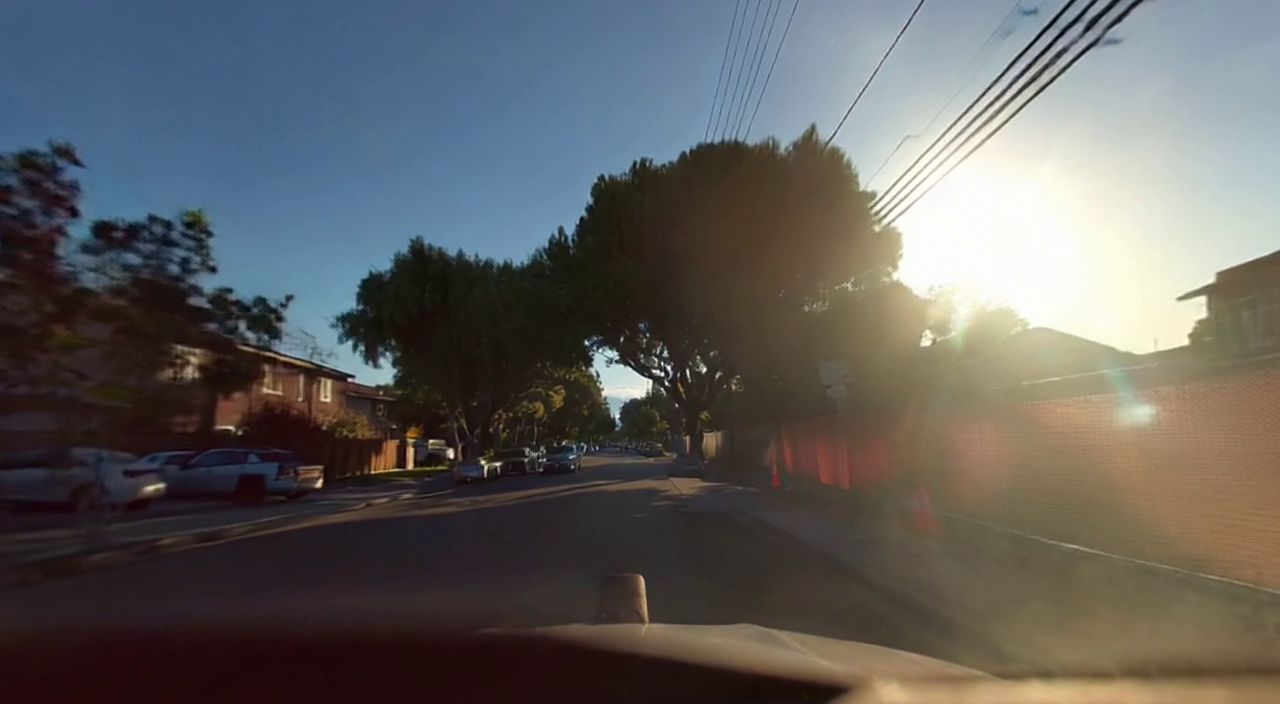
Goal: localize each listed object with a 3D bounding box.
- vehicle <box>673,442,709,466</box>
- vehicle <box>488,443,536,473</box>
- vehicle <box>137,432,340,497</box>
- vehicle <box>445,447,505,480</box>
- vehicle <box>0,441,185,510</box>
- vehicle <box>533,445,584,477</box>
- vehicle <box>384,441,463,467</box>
[{"bbox_3d":[3.357,6.807,42.191,1.902,1.542,4.099,0,-9,-2],"label":"vehicle"},{"bbox_3d":[-8.174,6.809,40.790,2.055,1.806,4.540,-1,-9,2],"label":"vehicle"},{"bbox_3d":[-12.337,3.489,19.742,4.780,1.867,2.108,1,-9,-3],"label":"vehicle"},{"bbox_3d":[-8.299,5.649,32.216,2.041,1.480,4.474,-2,-9,-2],"label":"vehicle"},{"bbox_3d":[-13.817,2.929,15.271,4.268,1.496,1.844,5,-10,-29],"label":"vehicle"},{"bbox_3d":[-4.319,5.817,34.076,2.068,1.543,4.523,-2,-9,1],"label":"vehicle"},{"bbox_3d":[-15.415,7.293,45.171,4.833,1.831,2.066,0,-9,-1],"label":"vehicle"}]
